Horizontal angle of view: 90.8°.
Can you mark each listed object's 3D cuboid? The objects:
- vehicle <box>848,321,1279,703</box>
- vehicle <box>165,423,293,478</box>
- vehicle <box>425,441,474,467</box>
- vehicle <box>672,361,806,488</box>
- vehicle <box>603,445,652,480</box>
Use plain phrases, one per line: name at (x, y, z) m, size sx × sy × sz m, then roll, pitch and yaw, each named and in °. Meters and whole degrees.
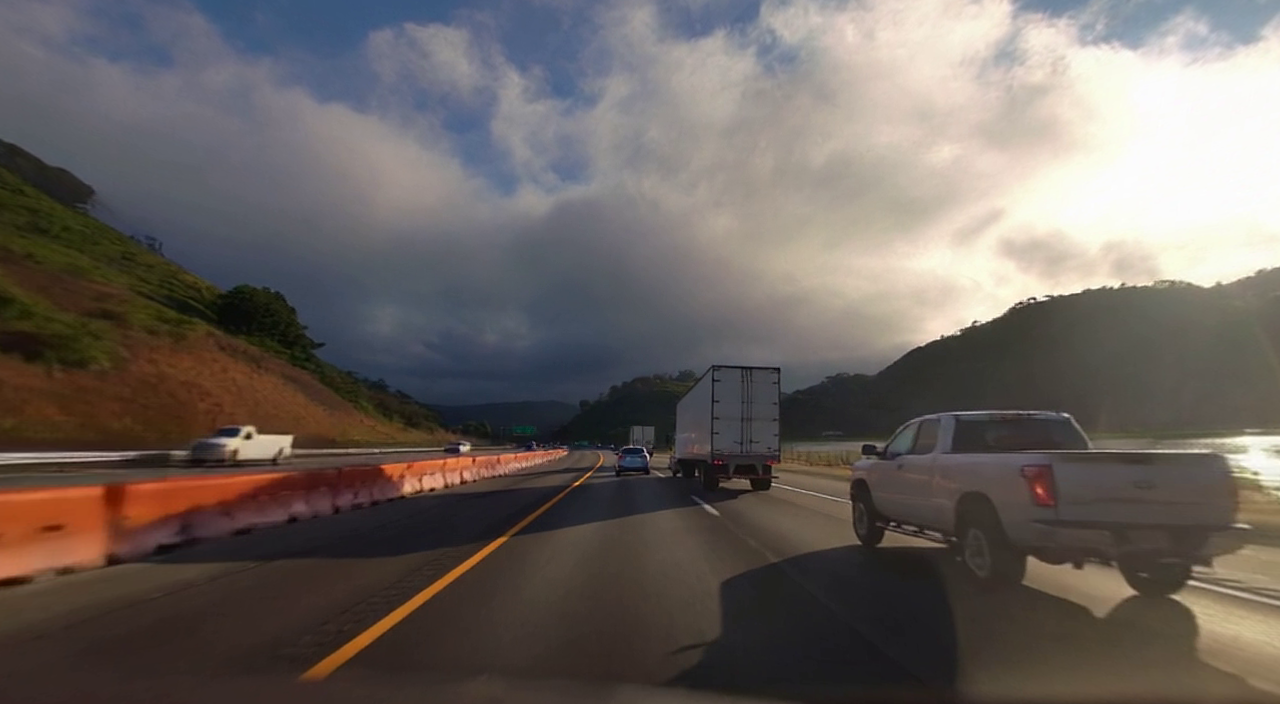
vehicle at (3.900, 1.212, 5.859) m, size 2.034 × 1.968 × 5.221 m, roll 0°, pitch -9°, yaw -1°
vehicle at (-15.497, 3.758, 24.163) m, size 1.961 × 1.903 × 4.375 m, roll 0°, pitch -9°, yaw -1°
vehicle at (-11.706, 6.318, 39.051) m, size 1.803 × 1.471 × 4.299 m, roll 0°, pitch -9°, yaw -1°
vehicle at (3.540, 3.447, 27.615) m, size 2.911 × 4.099 × 14.578 m, roll 0°, pitch -9°, yaw -2°
vehicle at (-0.607, 4.855, 27.893) m, size 2.029 × 1.437 × 3.794 m, roll 0°, pitch -9°, yaw -3°
